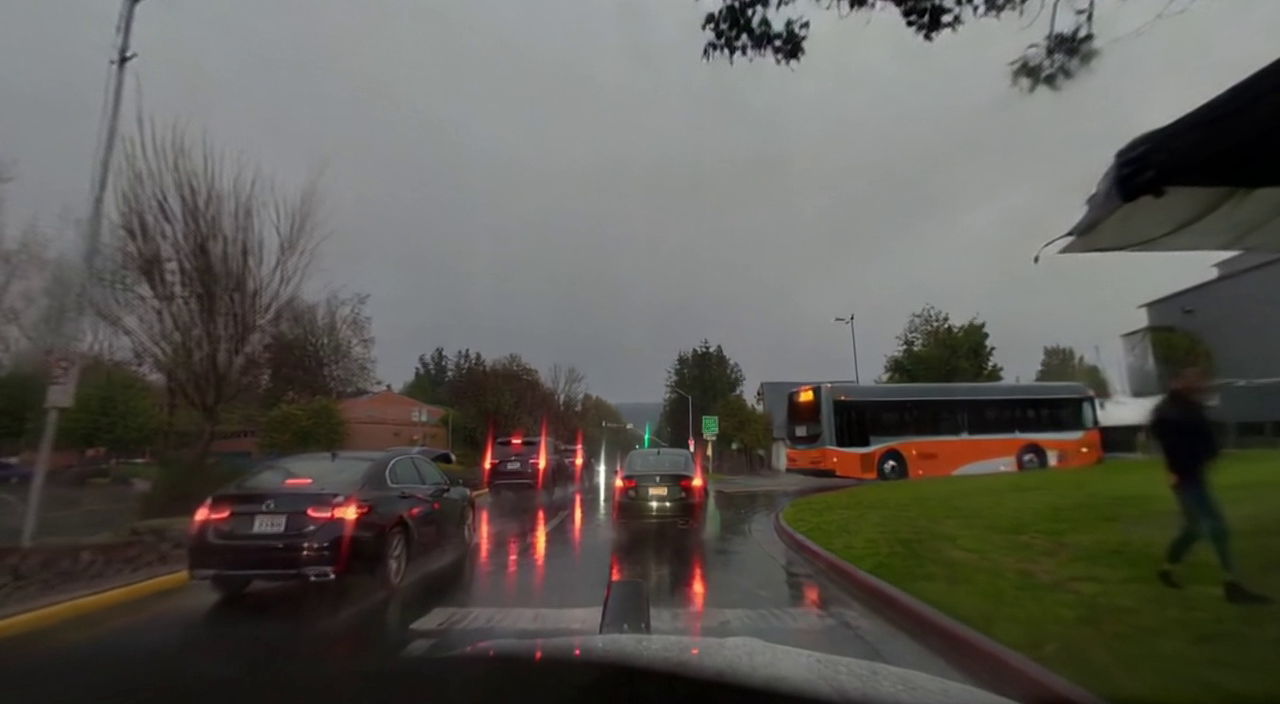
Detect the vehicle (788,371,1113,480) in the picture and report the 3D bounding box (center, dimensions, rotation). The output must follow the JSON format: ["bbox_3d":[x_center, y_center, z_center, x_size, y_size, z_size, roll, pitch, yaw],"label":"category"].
[{"bbox_3d":[10.441,2.548,21.564,9.977,3.303,2.948,1,-9,-10],"label":"vehicle"}]

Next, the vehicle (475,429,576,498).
[{"bbox_3d":[-3.178,3.217,18.526,2.017,1.761,4.572,0,-9,1],"label":"vehicle"}]

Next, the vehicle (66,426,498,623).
[{"bbox_3d":[-3.312,1.664,7.178,1.953,1.480,4.522,-1,-9,5],"label":"vehicle"}]

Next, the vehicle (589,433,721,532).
[{"bbox_3d":[0.406,2.298,11.663,2.020,1.478,3.922,-1,-9,5],"label":"vehicle"}]
